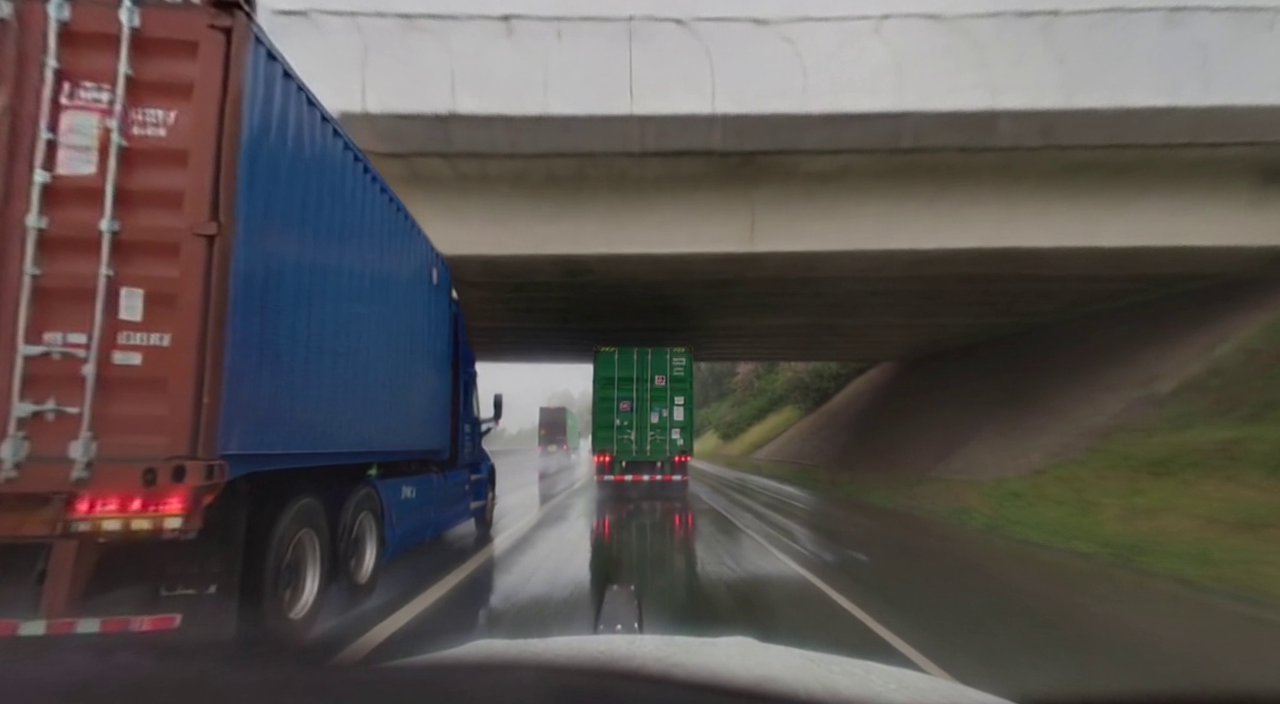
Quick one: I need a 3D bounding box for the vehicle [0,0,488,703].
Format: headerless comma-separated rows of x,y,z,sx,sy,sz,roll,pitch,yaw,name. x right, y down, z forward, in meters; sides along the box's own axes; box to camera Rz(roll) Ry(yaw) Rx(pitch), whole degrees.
-3.646,0.042,4.889,3.187,3.949,6.963,0,-9,0,vehicle

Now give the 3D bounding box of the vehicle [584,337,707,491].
0.011,2.237,21.215,3.357,4.212,7.519,0,-9,-2,vehicle
